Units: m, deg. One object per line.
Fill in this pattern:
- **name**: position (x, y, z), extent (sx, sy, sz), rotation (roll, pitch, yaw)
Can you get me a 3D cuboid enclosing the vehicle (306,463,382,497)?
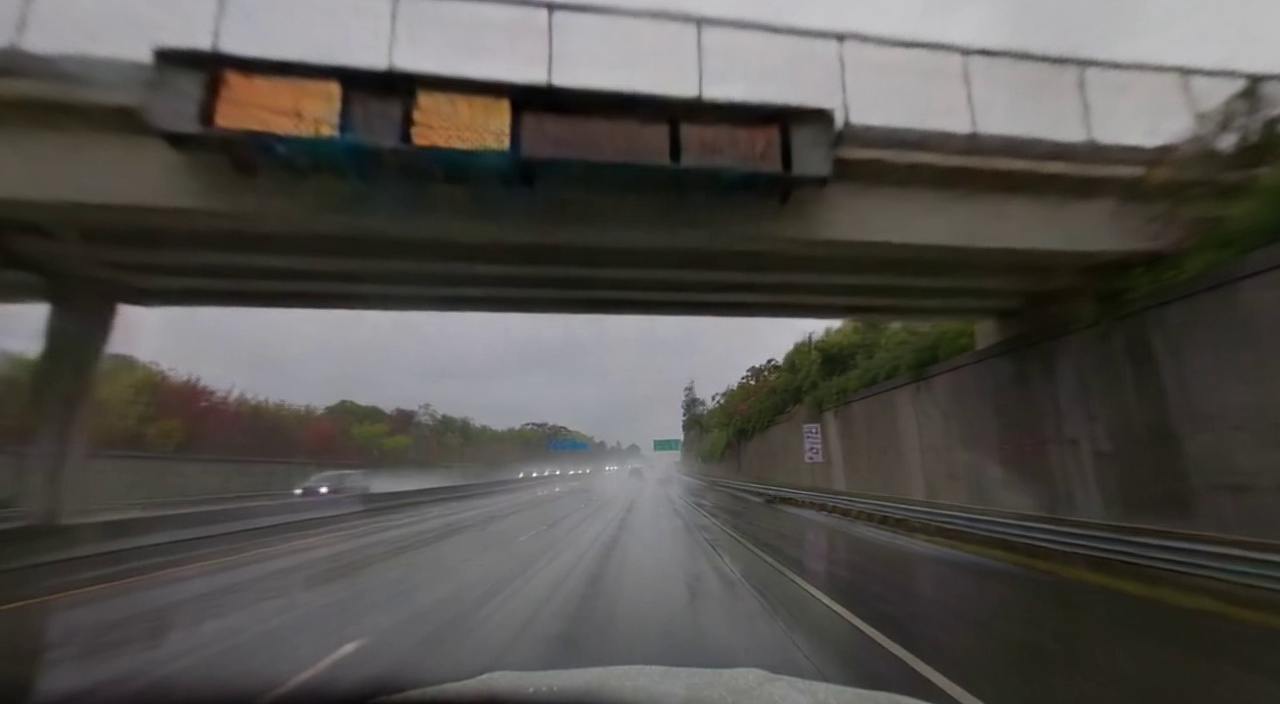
- **vehicle**: position (-14.441, 6.269, 30.979), extent (1.948, 1.494, 3.477), rotation (1, -11, 1)
